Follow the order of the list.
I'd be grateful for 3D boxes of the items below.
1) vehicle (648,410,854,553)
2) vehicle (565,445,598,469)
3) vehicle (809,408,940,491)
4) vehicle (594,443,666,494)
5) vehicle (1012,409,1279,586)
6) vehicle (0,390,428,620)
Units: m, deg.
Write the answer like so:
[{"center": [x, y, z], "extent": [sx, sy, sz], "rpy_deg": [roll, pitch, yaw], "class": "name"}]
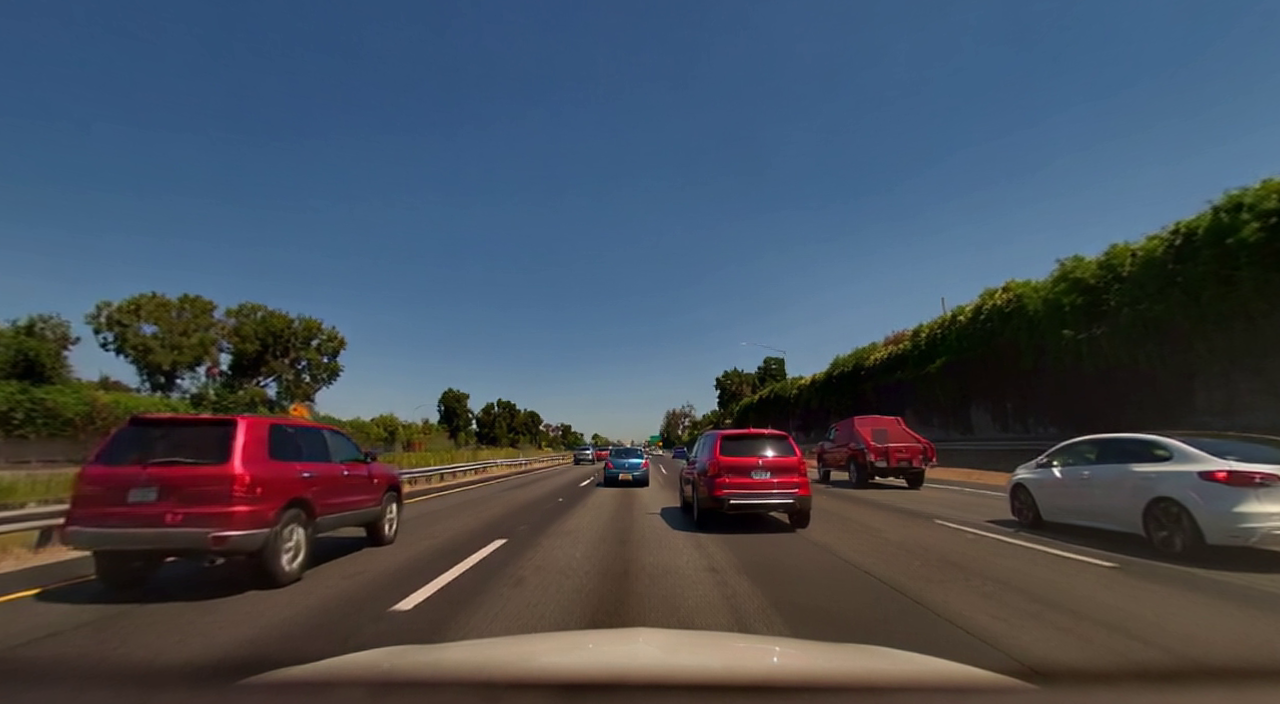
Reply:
[{"center": [1.399, 1.909, 9.837], "extent": [2.230, 1.740, 3.976], "rpy_deg": [1, -9, -4], "class": "vehicle"}, {"center": [-4.175, 7.562, 45.390], "extent": [1.889, 1.600, 4.043], "rpy_deg": [0, -9, 1], "class": "vehicle"}, {"center": [7.840, 3.380, 21.925], "extent": [2.390, 2.503, 5.788], "rpy_deg": [0, -9, 1], "class": "vehicle"}, {"center": [-0.277, 3.834, 21.045], "extent": [2.157, 1.495, 4.038], "rpy_deg": [0, -9, 1], "class": "vehicle"}, {"center": [6.982, 1.655, 7.790], "extent": [1.972, 1.647, 4.429], "rpy_deg": [0, -9, -1], "class": "vehicle"}, {"center": [-4.285, 1.525, 7.217], "extent": [2.047, 1.755, 4.638], "rpy_deg": [0, -9, 0], "class": "vehicle"}]
